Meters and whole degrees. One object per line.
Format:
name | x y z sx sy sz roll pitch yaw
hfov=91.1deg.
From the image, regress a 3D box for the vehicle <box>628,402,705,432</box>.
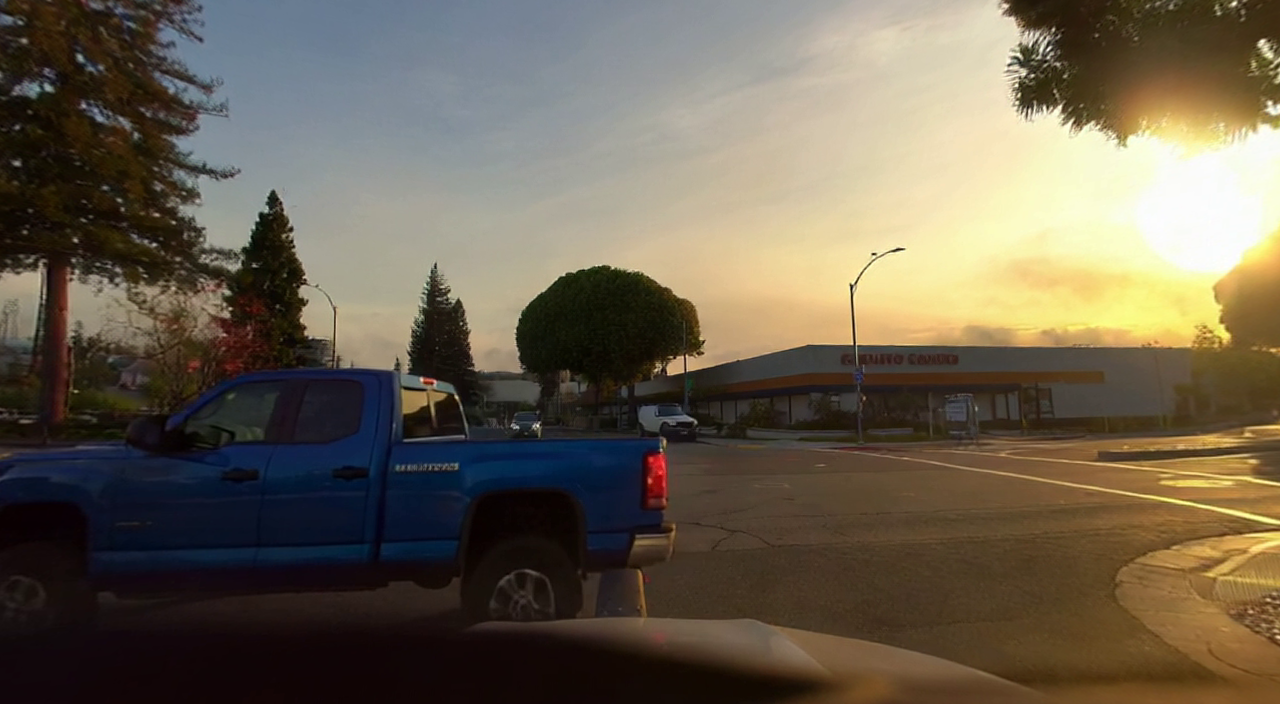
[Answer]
vehicle | 1.775 4.691 44.426 2.435 1.858 5.585 6 -11 -38
